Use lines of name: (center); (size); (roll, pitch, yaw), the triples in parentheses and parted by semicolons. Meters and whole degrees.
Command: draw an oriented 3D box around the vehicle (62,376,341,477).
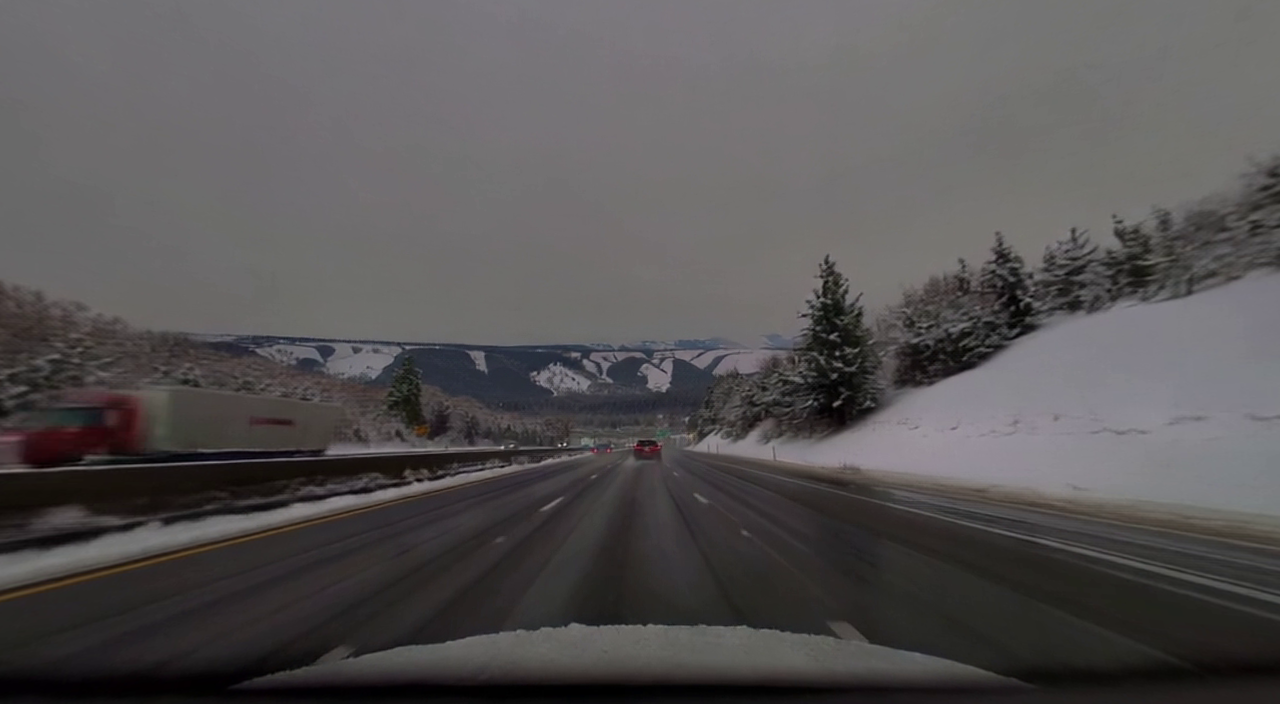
vehicle: (-21.589, 4.202, 33.556); (2.881, 4.047, 16.488); (0, -8, 1)

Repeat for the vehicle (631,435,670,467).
vehicle: (0.629, 6.181, 39.243); (2.272, 1.836, 4.866); (0, -8, 0)

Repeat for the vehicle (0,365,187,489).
vehicle: (-21.697, 2.934, 23.781); (3.060, 3.922, 7.710); (0, -8, 1)
